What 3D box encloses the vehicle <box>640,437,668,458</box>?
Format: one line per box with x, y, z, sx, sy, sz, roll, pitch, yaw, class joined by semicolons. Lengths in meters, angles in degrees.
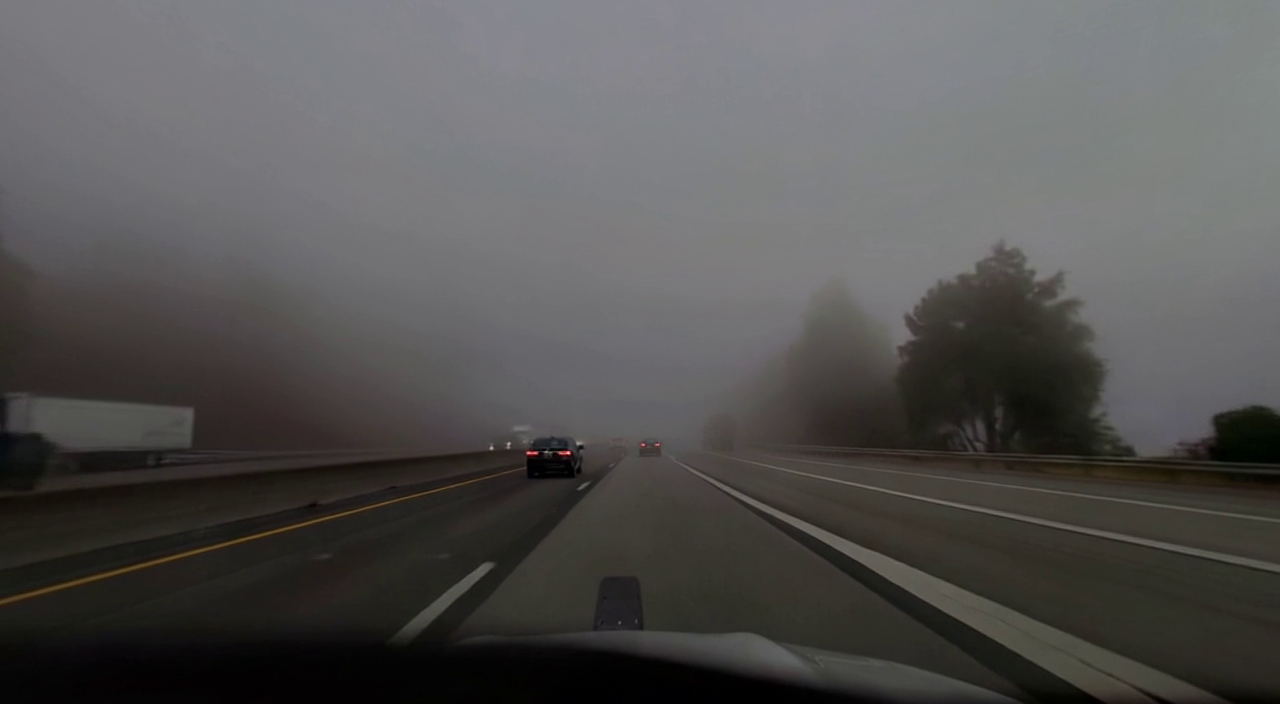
0.997;7.077;46.881;2.004;1.465;3.842;0;-8;0;vehicle

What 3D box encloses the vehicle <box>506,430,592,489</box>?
-2.694;3.260;19.632;2.137;1.618;4.209;0;-8;-1;vehicle

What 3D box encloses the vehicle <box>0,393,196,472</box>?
-31.848;4.760;36.599;3.007;3.823;12.412;-1;-8;0;vehicle
